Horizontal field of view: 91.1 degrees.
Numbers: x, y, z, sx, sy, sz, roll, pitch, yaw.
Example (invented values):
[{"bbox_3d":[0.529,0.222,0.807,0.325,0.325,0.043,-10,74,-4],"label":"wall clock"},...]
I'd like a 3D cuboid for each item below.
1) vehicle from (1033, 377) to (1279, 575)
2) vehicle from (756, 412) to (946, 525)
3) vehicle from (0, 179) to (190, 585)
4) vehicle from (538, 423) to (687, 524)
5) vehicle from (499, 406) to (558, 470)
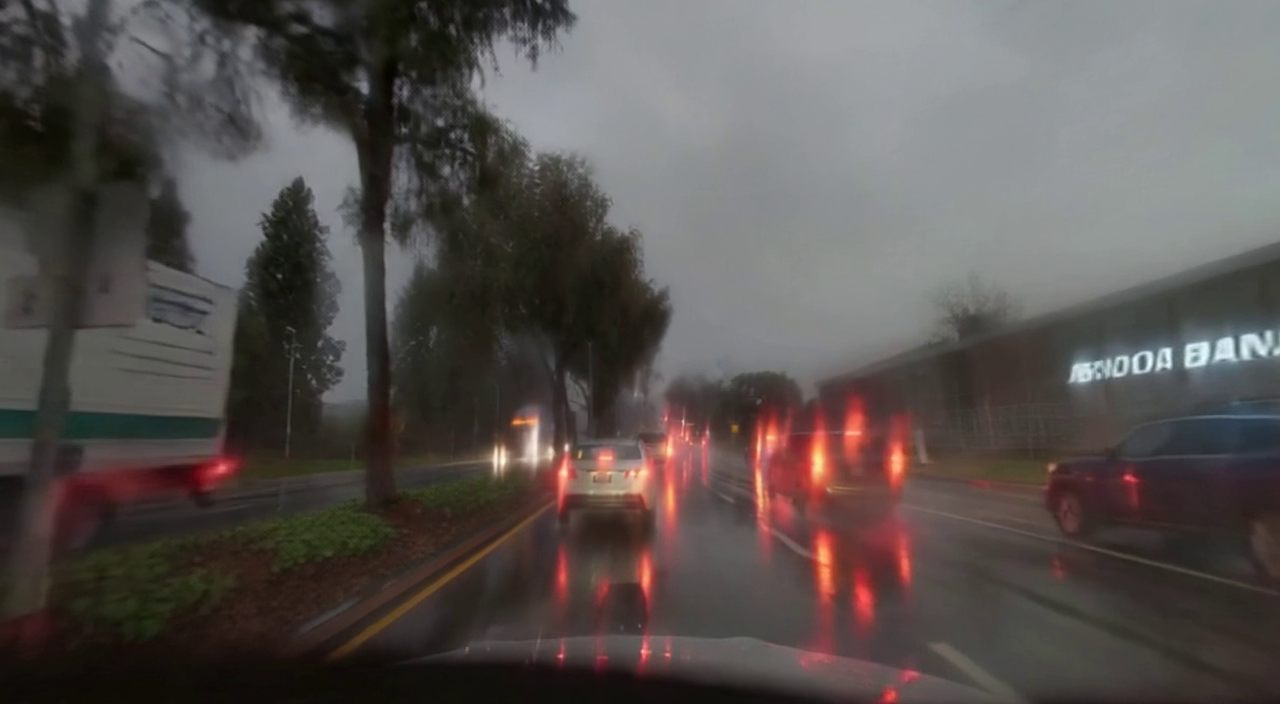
[{"bbox_3d":[7.588,1.434,7.578,2.425,1.936,5.081,0,-8,1],"label":"vehicle"},{"bbox_3d":[3.741,2.175,12.220,2.090,1.763,4.560,0,-8,0],"label":"vehicle"},{"bbox_3d":[-8.433,-0.519,1.043,3.250,4.249,16.263,0,-8,1],"label":"vehicle"},{"bbox_3d":[-0.426,2.214,11.912,2.315,1.563,4.080,0,-8,0],"label":"vehicle"},{"bbox_3d":[-8.042,6.372,46.317,3.043,4.303,6.343,0,-8,1],"label":"vehicle"}]
